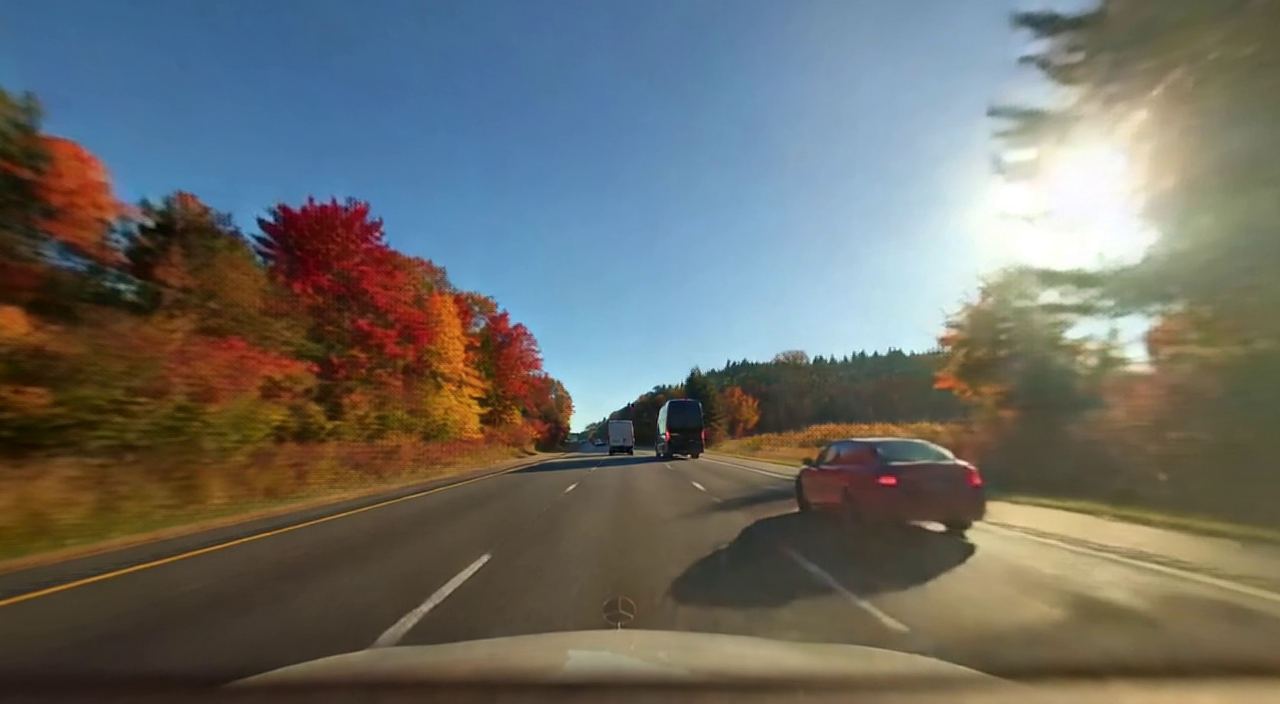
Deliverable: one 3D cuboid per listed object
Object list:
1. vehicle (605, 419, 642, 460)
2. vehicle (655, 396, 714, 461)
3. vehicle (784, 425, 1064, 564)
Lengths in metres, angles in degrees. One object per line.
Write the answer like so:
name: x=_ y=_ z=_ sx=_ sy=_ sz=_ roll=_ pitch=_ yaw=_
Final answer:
vehicle: x=-1.089 y=6.029 z=43.378 sx=2.389 sy=2.637 sz=5.437 roll=0 pitch=-8 yaw=-1
vehicle: x=2.981 y=5.760 z=46.606 sx=3.128 sy=4.087 sz=13.351 roll=0 pitch=-8 yaw=-1
vehicle: x=3.629 y=1.867 z=9.145 sx=1.962 sy=1.508 sz=4.363 roll=0 pitch=-8 yaw=-1
